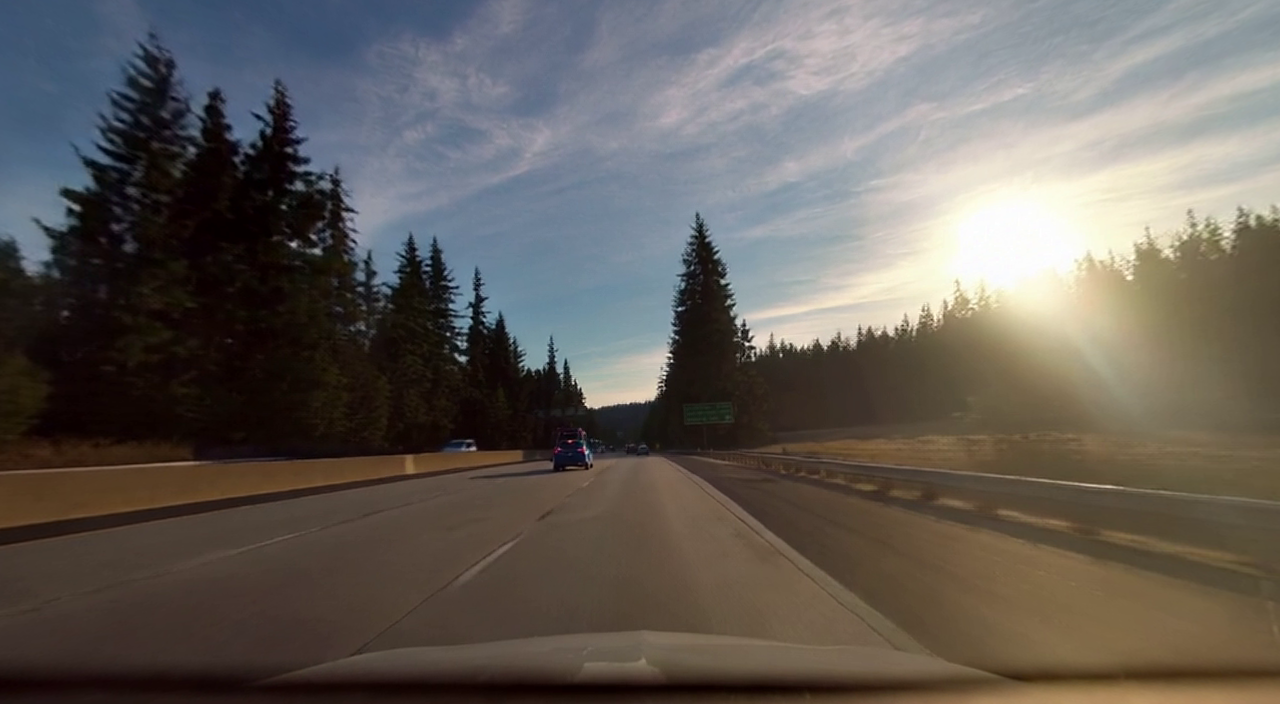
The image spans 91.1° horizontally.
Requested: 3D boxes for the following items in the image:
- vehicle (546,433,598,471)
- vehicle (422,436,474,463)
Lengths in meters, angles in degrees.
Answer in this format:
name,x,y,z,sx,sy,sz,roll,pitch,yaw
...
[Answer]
name,x,y,z,sx,sy,sz,roll,pitch,yaw
vehicle,-3.404,5.125,32.370,2.084,1.752,4.479,-1,-8,1
vehicle,-13.549,6.906,44.651,2.126,1.744,4.816,0,-8,1
